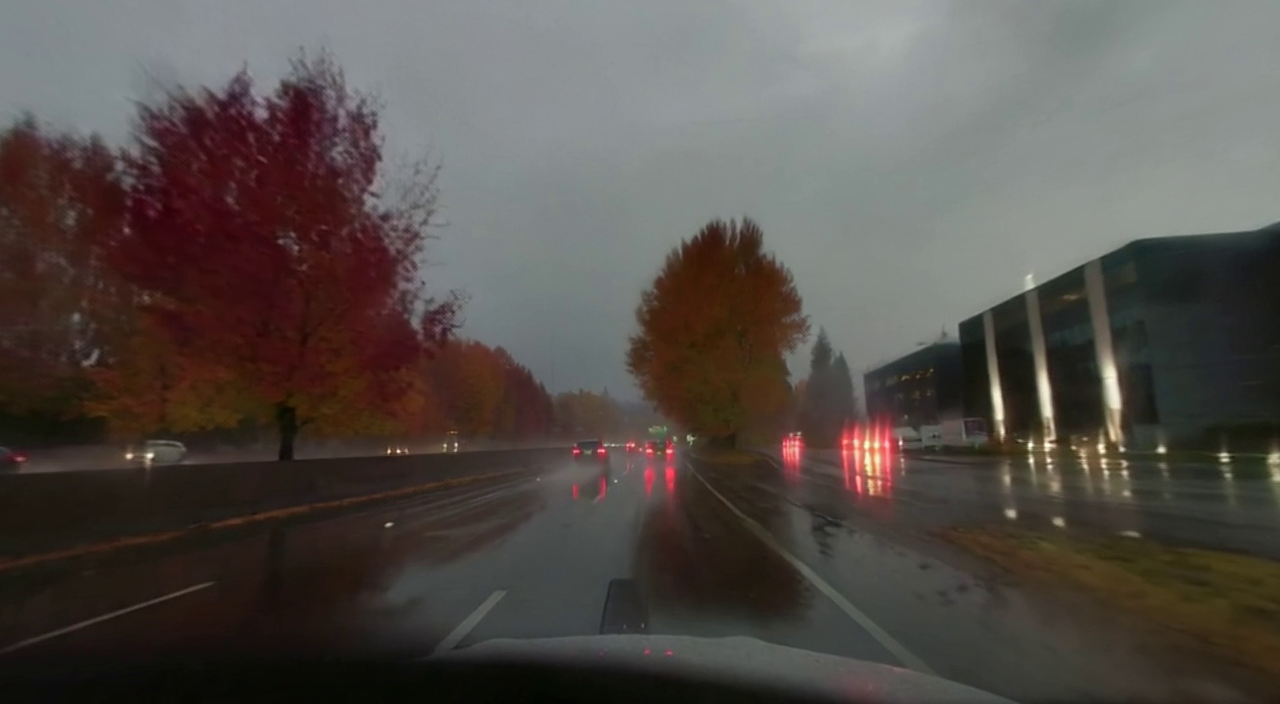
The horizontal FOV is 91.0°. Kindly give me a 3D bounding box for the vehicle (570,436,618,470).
[{"bbox_3d":[-2.375,5.326,33.423,2.197,1.709,4.069,0,-8,1],"label":"vehicle"}]

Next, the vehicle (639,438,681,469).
[{"bbox_3d":[1.028,5.201,32.442,2.040,1.493,3.682,0,-8,1],"label":"vehicle"}]

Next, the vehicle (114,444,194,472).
[{"bbox_3d":[-35.369,7.688,45.991,1.945,1.946,4.808,0,-8,0],"label":"vehicle"}]

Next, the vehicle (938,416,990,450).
[{"bbox_3d":[24.207,6.083,47.123,2.673,2.486,2.062,0,-8,2],"label":"vehicle"}]
